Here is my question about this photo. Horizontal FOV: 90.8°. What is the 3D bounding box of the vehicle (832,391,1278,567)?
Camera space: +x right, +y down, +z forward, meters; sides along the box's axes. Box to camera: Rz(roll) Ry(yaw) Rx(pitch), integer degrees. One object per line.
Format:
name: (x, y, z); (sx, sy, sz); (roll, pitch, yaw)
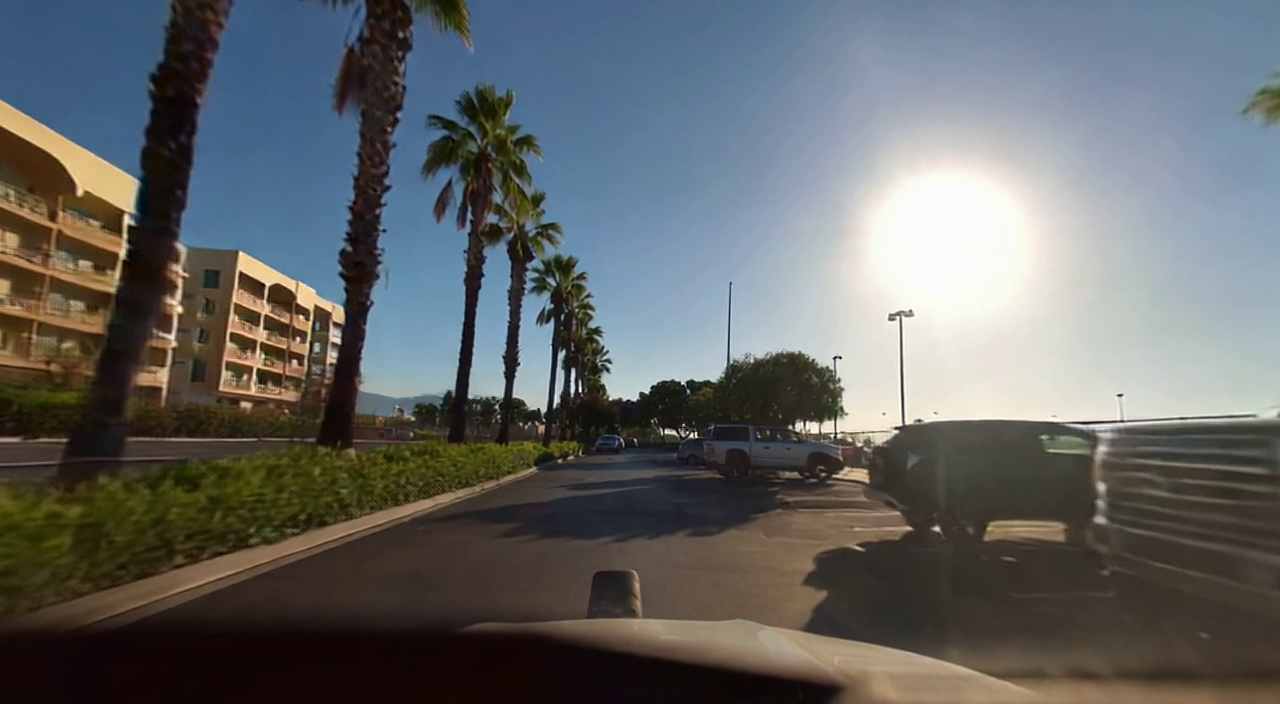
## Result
vehicle: (5.258, 1.649, 8.668); (4.691, 1.877, 1.959); (2, -8, 4)

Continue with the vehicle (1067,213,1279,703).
vehicle: (5.134, 0.636, 2.235); (5.639, 2.033, 2.172); (2, -7, 3)

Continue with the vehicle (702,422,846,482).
vehicle: (4.611, 3.508, 22.198); (4.609, 1.734, 1.909); (3, -8, 0)
